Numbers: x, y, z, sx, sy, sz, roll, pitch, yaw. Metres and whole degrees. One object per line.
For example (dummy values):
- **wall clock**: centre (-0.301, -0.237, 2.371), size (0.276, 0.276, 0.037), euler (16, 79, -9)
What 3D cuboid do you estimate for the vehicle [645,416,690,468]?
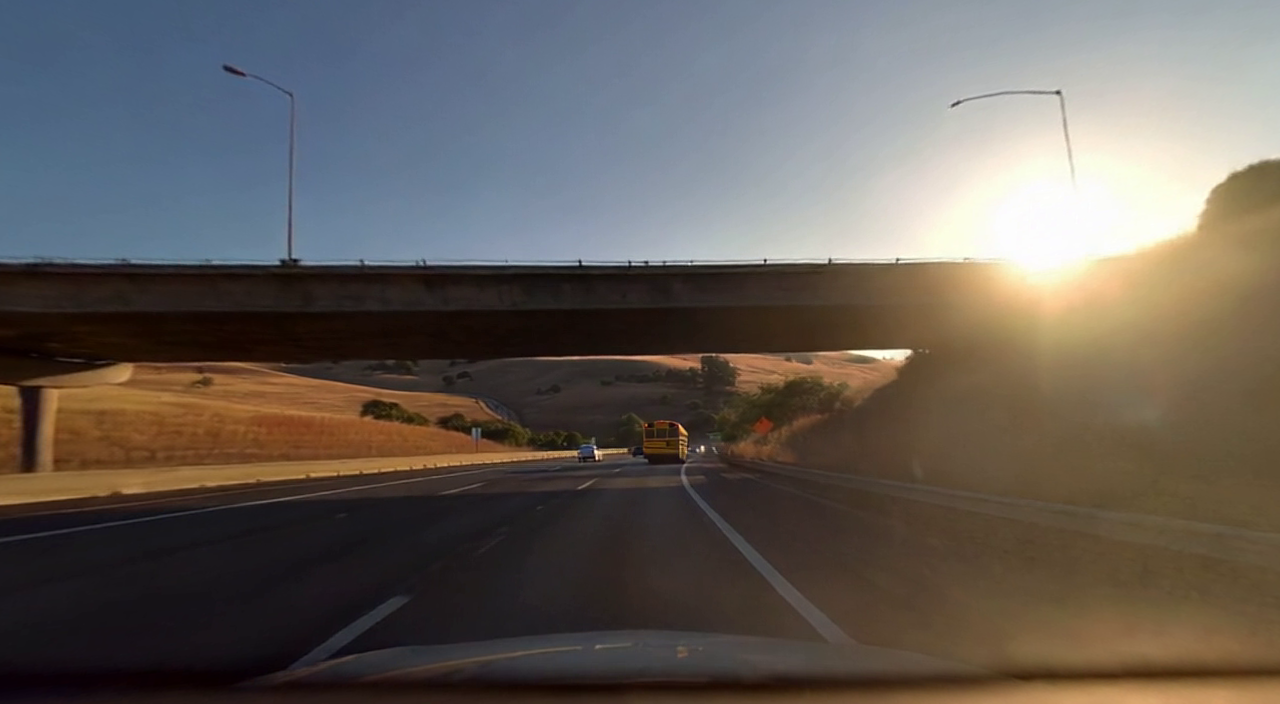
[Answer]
- **vehicle**: centre (2.090, 6.634, 46.305), size (2.945, 3.295, 10.406), euler (-1, -8, 3)
